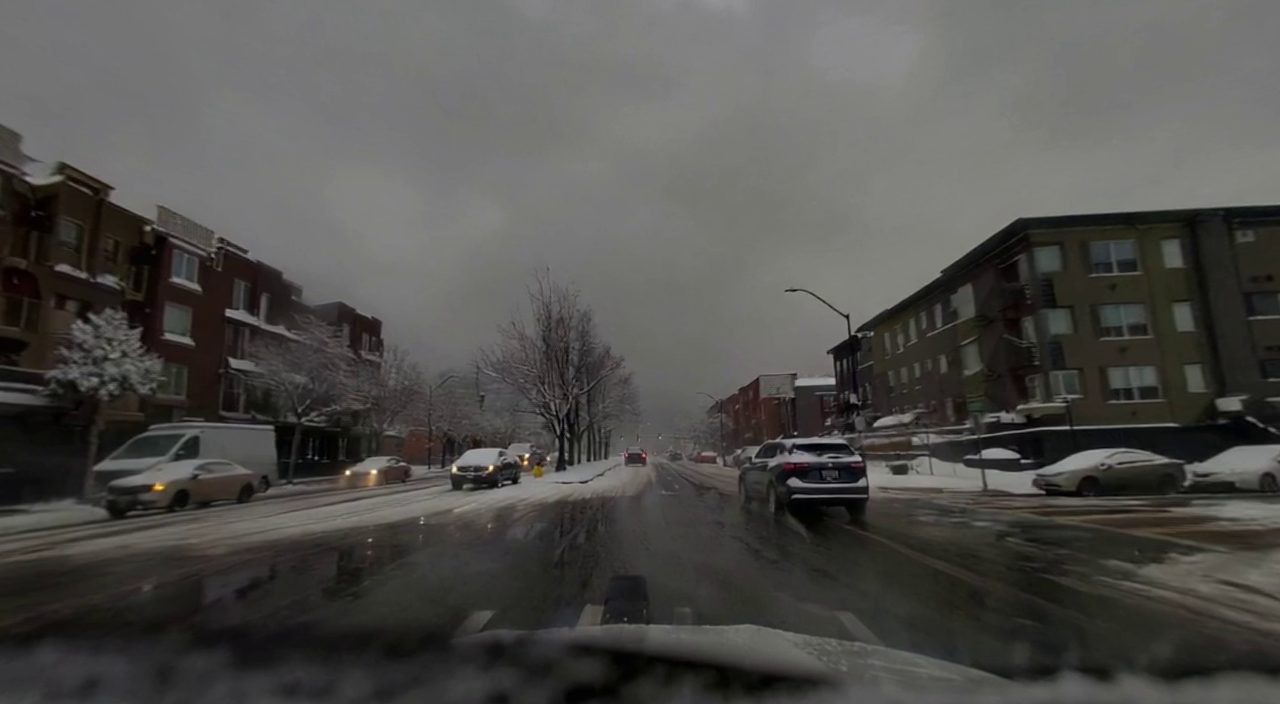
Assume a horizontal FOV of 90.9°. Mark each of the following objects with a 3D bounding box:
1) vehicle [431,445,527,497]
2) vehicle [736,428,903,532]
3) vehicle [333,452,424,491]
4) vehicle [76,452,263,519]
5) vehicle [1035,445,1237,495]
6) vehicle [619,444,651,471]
[{"bbox_3d":[-5.586,4.148,22.493,2.012,1.501,4.626,-2,-8,3],"label":"vehicle"},{"bbox_3d":[3.400,2.516,13.030,2.071,1.747,4.549,0,-8,0],"label":"vehicle"},{"bbox_3d":[-11.341,5.191,27.736,1.932,1.521,4.738,0,-8,1],"label":"vehicle"},{"bbox_3d":[-12.626,3.558,17.323,1.886,1.548,4.077,0,-8,1],"label":"vehicle"},{"bbox_3d":[15.860,3.756,20.323,4.855,1.464,2.100,1,-9,-4],"label":"vehicle"},{"bbox_3d":[-0.341,7.688,46.114,2.244,1.813,4.129,0,-8,0],"label":"vehicle"}]
